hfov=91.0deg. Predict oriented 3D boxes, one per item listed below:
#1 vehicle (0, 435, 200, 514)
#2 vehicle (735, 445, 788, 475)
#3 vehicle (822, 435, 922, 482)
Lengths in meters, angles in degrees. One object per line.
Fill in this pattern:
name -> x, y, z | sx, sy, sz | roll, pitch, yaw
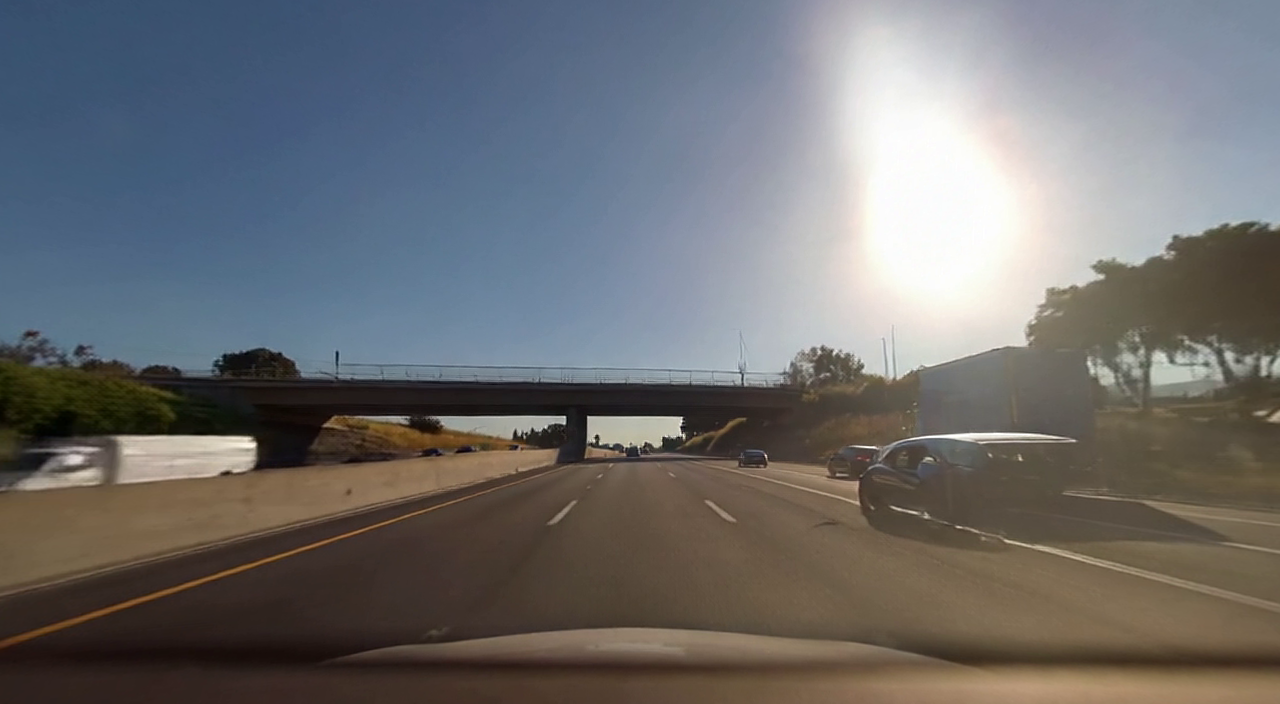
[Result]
vehicle -> -17.162, 3.601, 19.176 | 2.851, 1.978, 6.334 | 0, -9, 1
vehicle -> 6.776, 6.043, 35.575 | 2.053, 1.553, 4.463 | 0, -9, -1
vehicle -> 10.503, 4.886, 29.081 | 2.387, 1.936, 5.646 | 0, -9, -1
